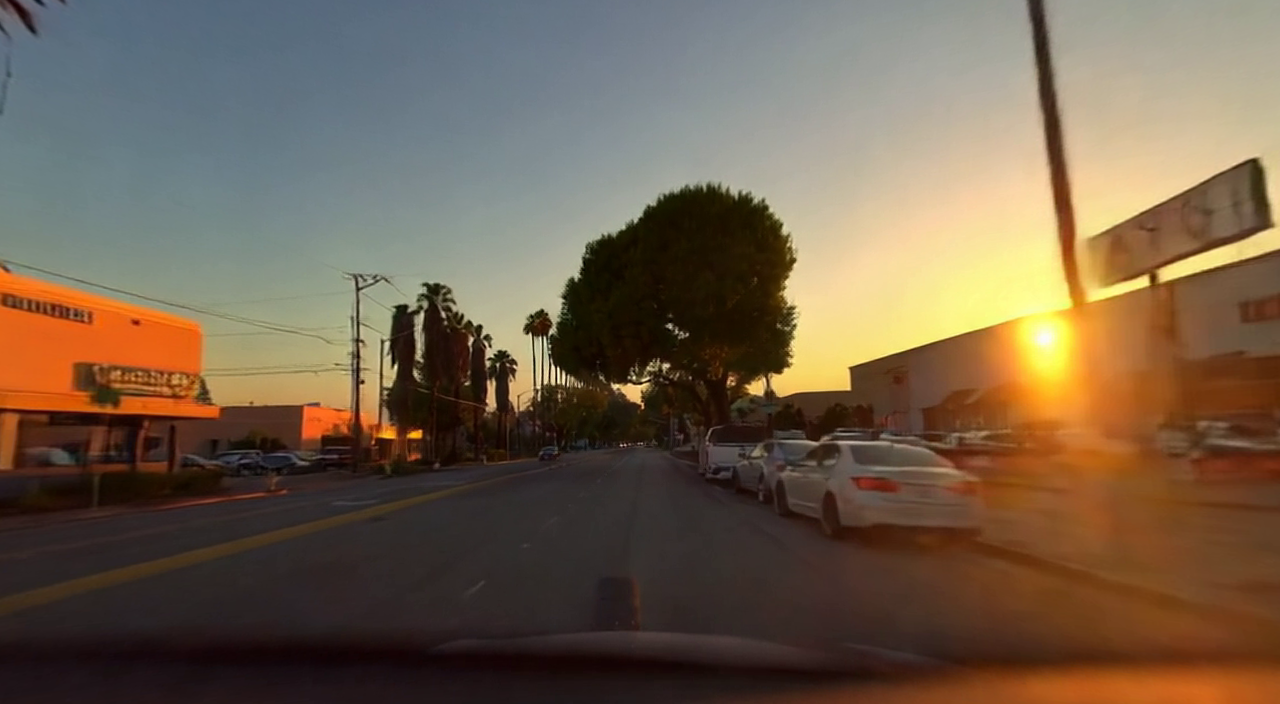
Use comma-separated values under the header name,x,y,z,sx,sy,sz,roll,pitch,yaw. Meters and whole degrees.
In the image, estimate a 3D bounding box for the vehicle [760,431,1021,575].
name,x,y,z,sx,sy,sz,roll,pitch,yaw
vehicle,3.245,2.052,9.411,2.046,1.588,4.508,0,-9,0
